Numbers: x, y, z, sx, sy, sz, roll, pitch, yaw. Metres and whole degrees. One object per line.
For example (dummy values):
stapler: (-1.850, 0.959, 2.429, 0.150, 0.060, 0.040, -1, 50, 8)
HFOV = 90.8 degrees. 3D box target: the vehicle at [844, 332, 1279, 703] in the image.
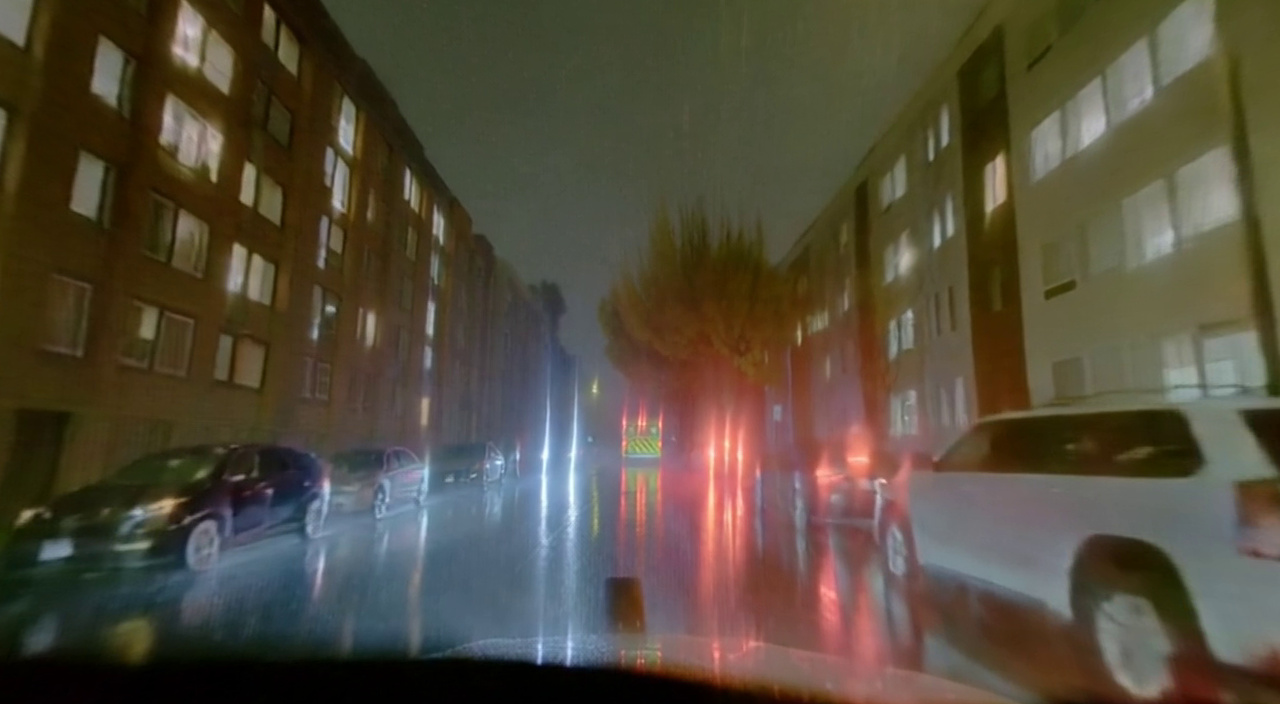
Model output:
vehicle: (3.345, 1.192, 4.402, 2.188, 1.810, 4.709, 3, -9, -2)

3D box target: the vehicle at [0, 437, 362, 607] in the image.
vehicle: (-5.381, 1.828, 7.797, 1.921, 1.482, 4.280, 0, -8, 0)

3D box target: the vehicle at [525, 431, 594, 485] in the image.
vehicle: (-2.944, 3.962, 23.939, 2.029, 1.802, 4.229, -1, -8, 0)

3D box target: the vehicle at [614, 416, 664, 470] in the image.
vehicle: (-0.154, 5.678, 39.249, 2.754, 3.008, 7.730, 0, -8, -2)

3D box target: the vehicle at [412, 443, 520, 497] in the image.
vehicle: (-5.304, 3.633, 19.972, 2.047, 1.471, 4.647, 0, -8, 0)

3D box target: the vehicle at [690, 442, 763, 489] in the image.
vehicle: (3.328, 4.448, 25.171, 2.035, 1.549, 4.373, 5, -9, -2)
